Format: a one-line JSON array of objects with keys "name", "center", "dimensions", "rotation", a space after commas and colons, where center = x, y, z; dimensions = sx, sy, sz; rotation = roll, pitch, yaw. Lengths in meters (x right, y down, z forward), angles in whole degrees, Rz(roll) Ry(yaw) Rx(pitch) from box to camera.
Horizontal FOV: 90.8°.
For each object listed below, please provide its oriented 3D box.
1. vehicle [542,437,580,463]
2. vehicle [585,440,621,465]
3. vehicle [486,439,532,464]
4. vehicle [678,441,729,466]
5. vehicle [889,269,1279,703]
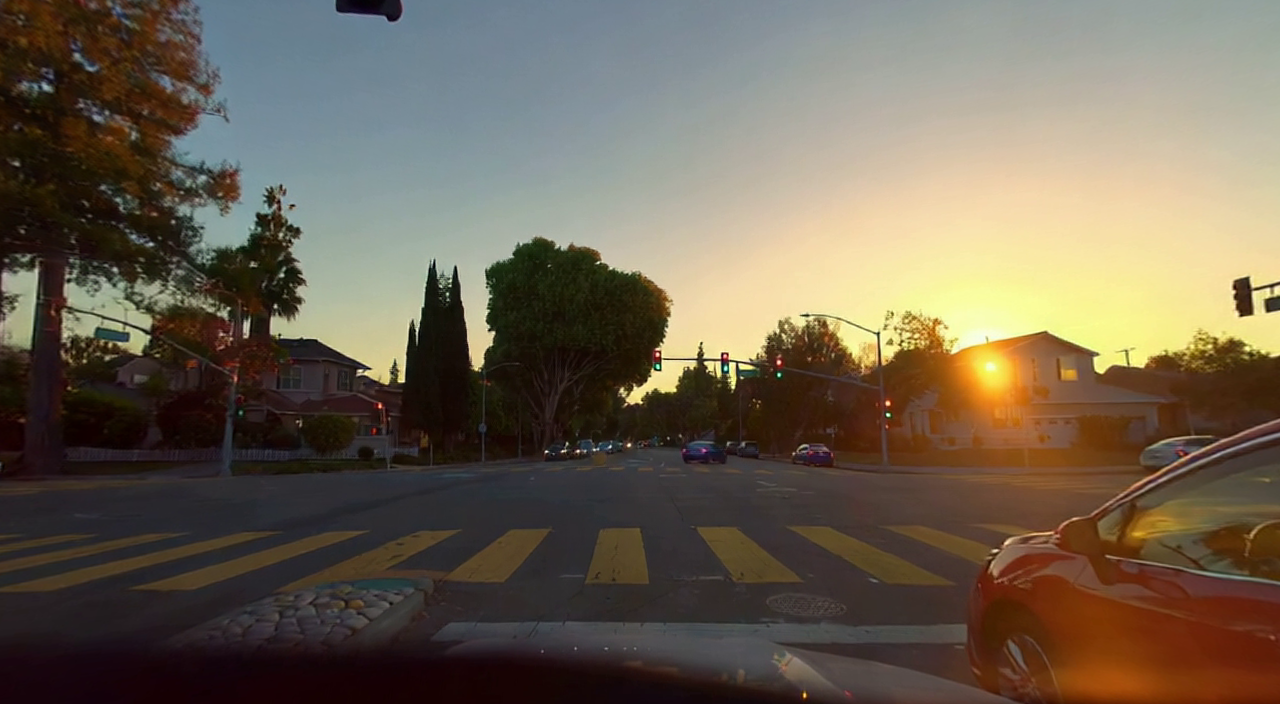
[{"name": "vehicle", "center": [-5.529, 6.934, 44.683], "dimensions": [2.091, 1.707, 4.157], "rotation": [0, -9, 1]}, {"name": "vehicle", "center": [-2.381, 6.603, 41.627], "dimensions": [2.046, 1.491, 4.118], "rotation": [0, -9, 0]}, {"name": "vehicle", "center": [-8.942, 6.859, 43.633], "dimensions": [2.028, 1.654, 5.027], "rotation": [0, -9, 1]}, {"name": "vehicle", "center": [4.284, 6.737, 42.083], "dimensions": [2.104, 1.518, 4.999], "rotation": [-3, -9, 21]}, {"name": "vehicle", "center": [2.710, 0.708, 1.722], "dimensions": [2.085, 1.800, 4.908], "rotation": [0, -9, 1]}]
